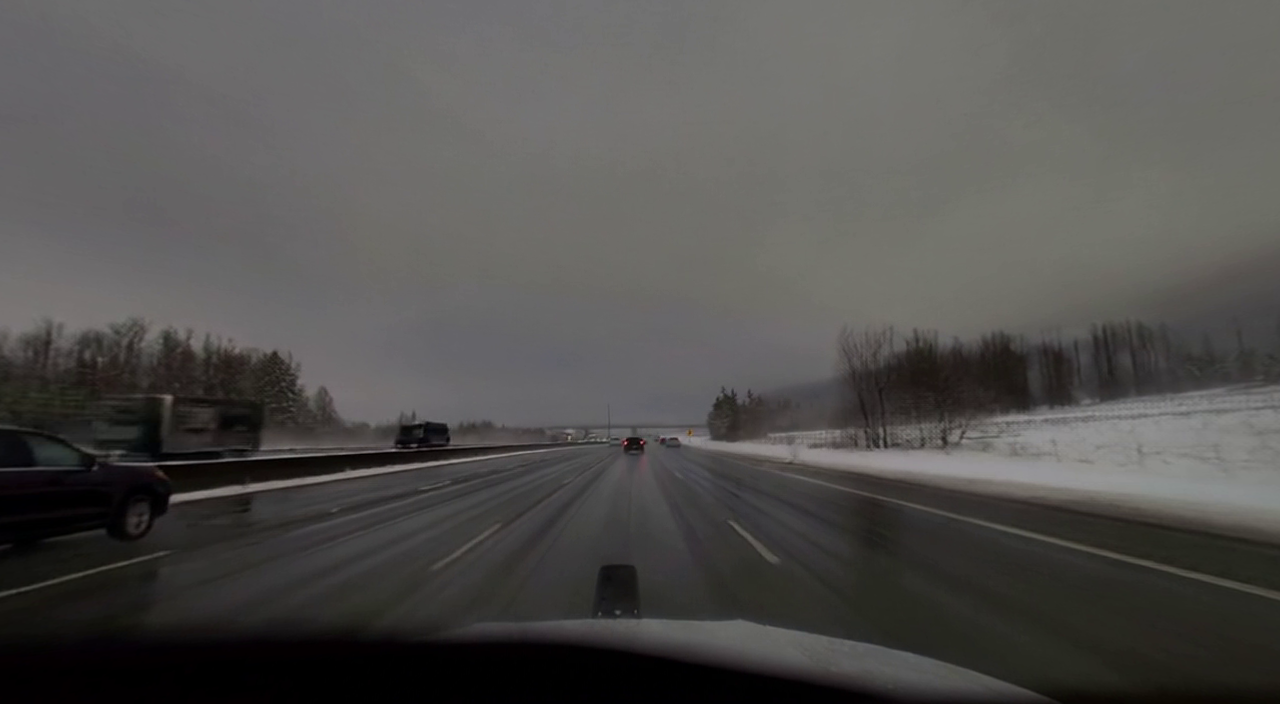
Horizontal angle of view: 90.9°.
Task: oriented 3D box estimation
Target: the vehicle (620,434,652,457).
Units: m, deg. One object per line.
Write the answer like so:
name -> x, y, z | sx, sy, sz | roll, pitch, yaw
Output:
vehicle -> -0.268, 6.452, 43.551 | 2.140, 1.475, 3.969 | 0, -8, 0

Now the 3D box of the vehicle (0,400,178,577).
vehicle -> -6.797, 1.241, 5.710 | 1.939, 1.601, 4.338 | 0, -8, -1

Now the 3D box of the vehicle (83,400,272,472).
vehicle -> -21.538, 4.010, 30.203 | 2.751, 2.955, 8.230 | 0, -8, 0
